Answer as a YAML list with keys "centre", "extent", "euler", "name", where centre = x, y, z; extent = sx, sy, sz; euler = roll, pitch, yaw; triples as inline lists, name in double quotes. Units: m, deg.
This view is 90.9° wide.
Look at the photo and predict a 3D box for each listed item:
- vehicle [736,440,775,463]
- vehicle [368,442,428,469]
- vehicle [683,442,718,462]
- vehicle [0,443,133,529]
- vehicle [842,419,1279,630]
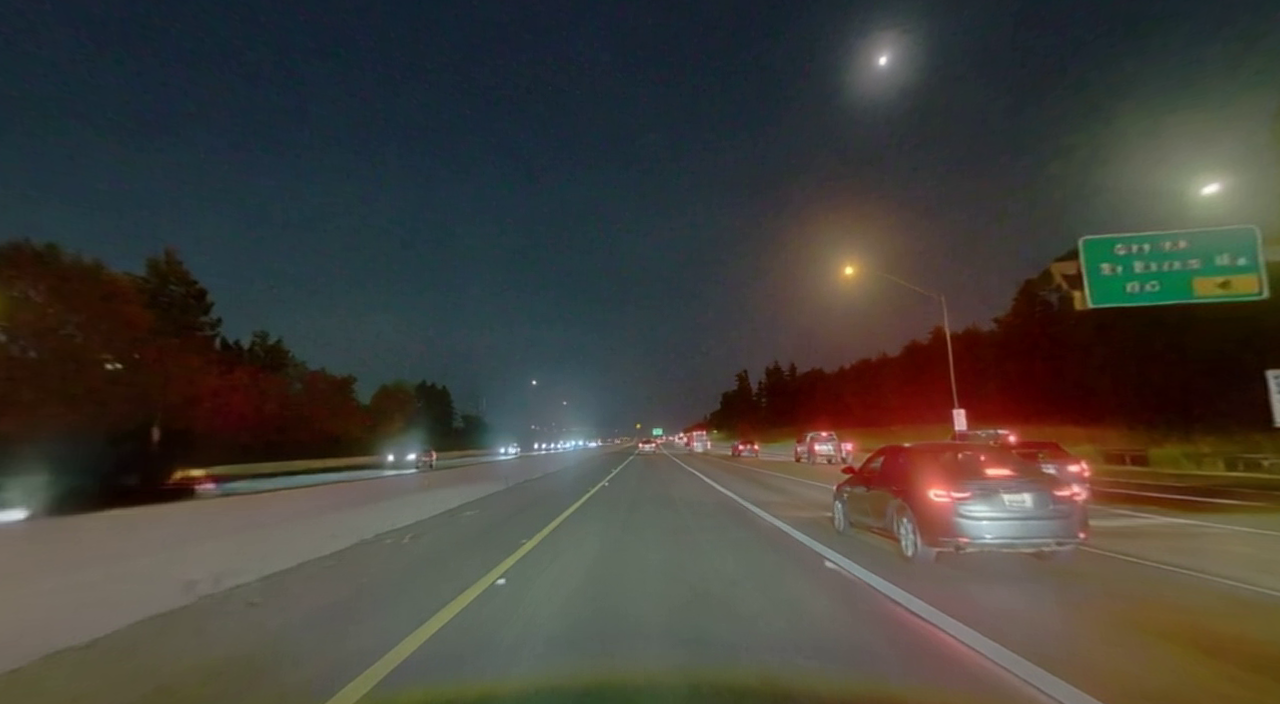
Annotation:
- centre: [8.120, 7.045, 44.794]
  extent: [1.919, 1.476, 4.303]
  euler: [0, -8, -1]
  name: "vehicle"
- centre: [-17.032, 7.317, 44.698]
  extent: [2.209, 1.774, 4.989]
  euler: [0, -8, 0]
  name: "vehicle"
- centre: [4.544, 7.553, 47.980]
  extent: [2.118, 1.438, 4.312]
  euler: [0, -8, -1]
  name: "vehicle"
- centre: [-12.855, 2.634, 12.669]
  extent: [1.875, 1.591, 4.102]
  euler: [0, -8, 0]
  name: "vehicle"
- centre: [4.224, 1.599, 7.075]
  extent: [2.223, 1.483, 5.075]
  euler: [0, -8, 0]
  name: "vehicle"
